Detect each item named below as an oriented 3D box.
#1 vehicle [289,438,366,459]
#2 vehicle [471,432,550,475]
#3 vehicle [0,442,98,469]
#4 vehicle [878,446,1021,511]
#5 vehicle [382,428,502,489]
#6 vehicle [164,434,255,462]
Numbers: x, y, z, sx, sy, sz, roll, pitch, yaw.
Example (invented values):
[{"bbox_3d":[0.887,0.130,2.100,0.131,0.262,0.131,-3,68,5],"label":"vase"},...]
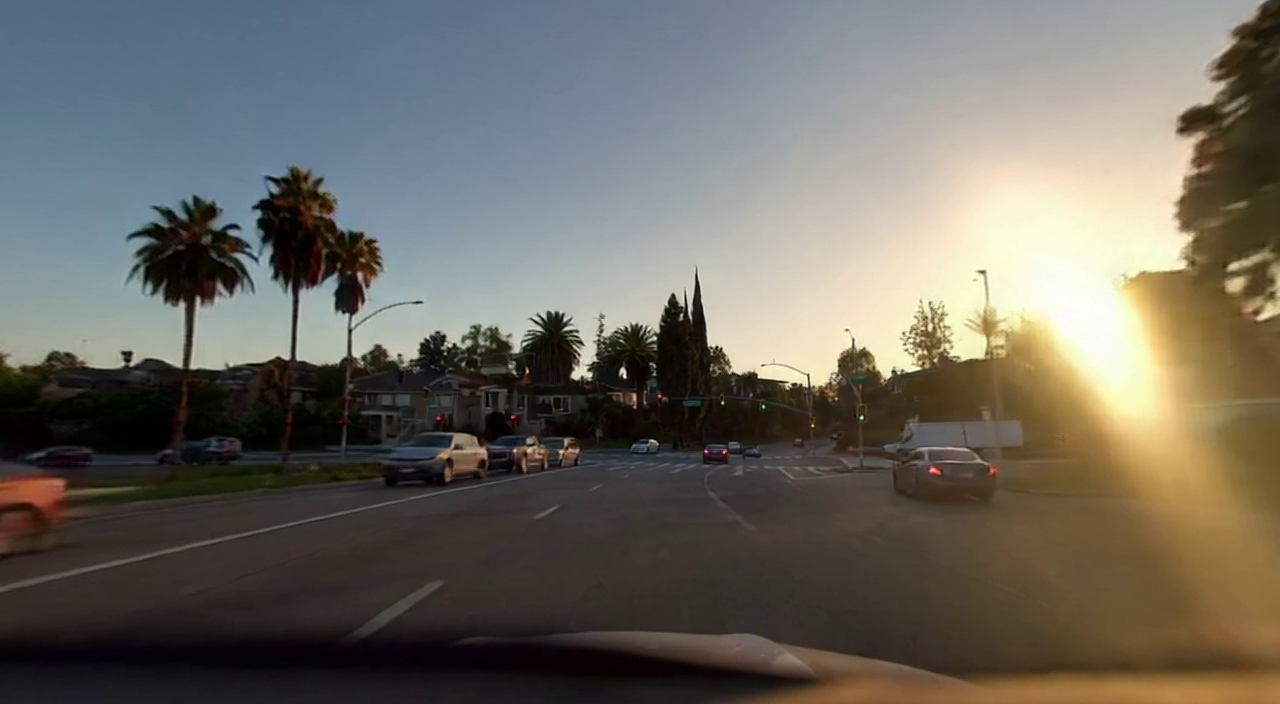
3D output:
[{"bbox_3d":[-23.764,7.351,48.257,4.814,1.506,2.015,2,-9,-9],"label":"vehicle"},{"bbox_3d":[-5.774,4.615,28.952,2.188,1.789,4.881,0,-8,5],"label":"vehicle"},{"bbox_3d":[-38.191,6.634,40.752,4.702,1.449,1.833,5,-10,-43],"label":"vehicle"},{"bbox_3d":[8.151,3.328,17.215,2.144,1.473,4.638,-1,-8,8],"label":"vehicle"},{"bbox_3d":[-6.293,3.443,20.810,2.072,1.738,4.757,0,-8,5],"label":"vehicle"},{"bbox_3d":[-30.689,6.832,45.219,5.112,1.780,1.981,3,-8,-28],"label":"vehicle"}]
